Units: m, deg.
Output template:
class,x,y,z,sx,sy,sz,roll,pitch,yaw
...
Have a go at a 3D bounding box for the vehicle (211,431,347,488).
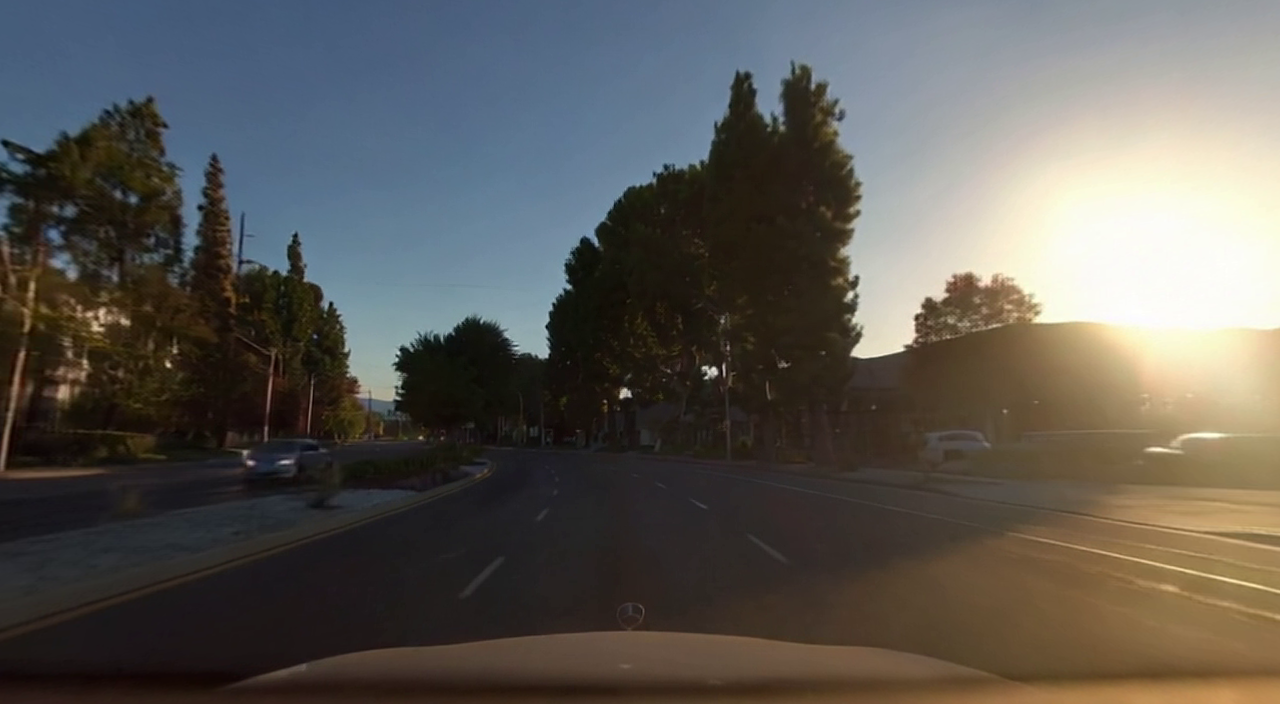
class,x,y,z,sx,sy,sz,roll,pitch,yaw
vehicle,-12.573,3.773,22.434,2.349,1.790,4.940,1,-9,-7
